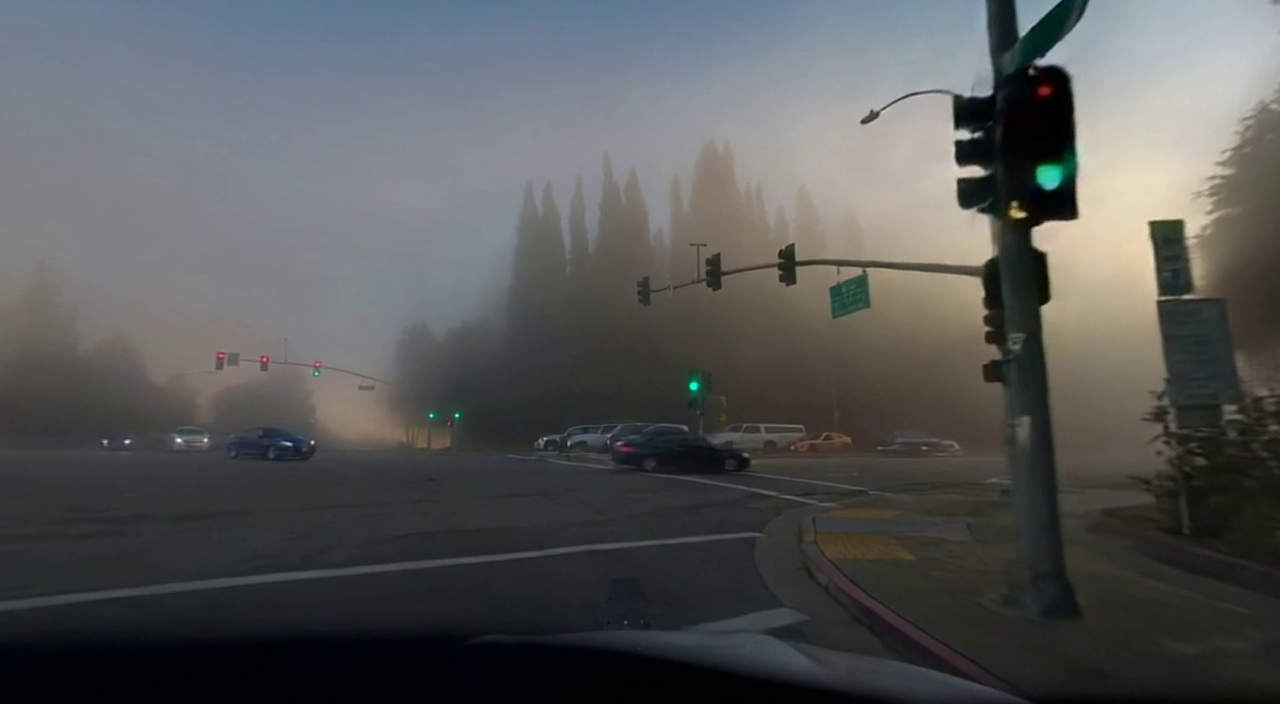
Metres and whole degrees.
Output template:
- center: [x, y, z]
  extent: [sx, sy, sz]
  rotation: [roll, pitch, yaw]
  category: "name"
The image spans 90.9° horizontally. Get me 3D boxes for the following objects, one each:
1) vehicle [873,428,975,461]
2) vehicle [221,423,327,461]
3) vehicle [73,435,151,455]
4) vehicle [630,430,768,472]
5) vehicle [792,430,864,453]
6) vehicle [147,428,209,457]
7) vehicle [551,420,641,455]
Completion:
- center: [13.701, 4.423, 30.304]
  extent: [5.032, 1.473, 1.827]
  rotation: [5, -10, -30]
  category: "vehicle"
- center: [-15.129, 3.728, 25.955]
  extent: [4.686, 1.425, 2.018]
  rotation: [-7, -10, 37]
  category: "vehicle"
- center: [-41.774, 7.354, 49.894]
  extent: [4.826, 1.484, 2.000]
  rotation: [-2, -8, 10]
  category: "vehicle"
- center: [1.980, 3.416, 21.956]
  extent: [4.425, 1.366, 1.865]
  rotation: [1, -8, -8]
  category: "vehicle"
- center: [12.274, 5.822, 41.119]
  extent: [4.457, 1.429, 1.862]
  rotation: [4, -9, -28]
  category: "vehicle"
- center: [-31.111, 6.067, 42.367]
  extent: [2.450, 1.807, 5.332]
  rotation: [8, -12, -44]
  category: "vehicle"
- center: [-2.329, 4.591, 33.657]
  extent: [4.360, 1.749, 1.895]
  rotation: [5, -10, -30]
  category: "vehicle"
